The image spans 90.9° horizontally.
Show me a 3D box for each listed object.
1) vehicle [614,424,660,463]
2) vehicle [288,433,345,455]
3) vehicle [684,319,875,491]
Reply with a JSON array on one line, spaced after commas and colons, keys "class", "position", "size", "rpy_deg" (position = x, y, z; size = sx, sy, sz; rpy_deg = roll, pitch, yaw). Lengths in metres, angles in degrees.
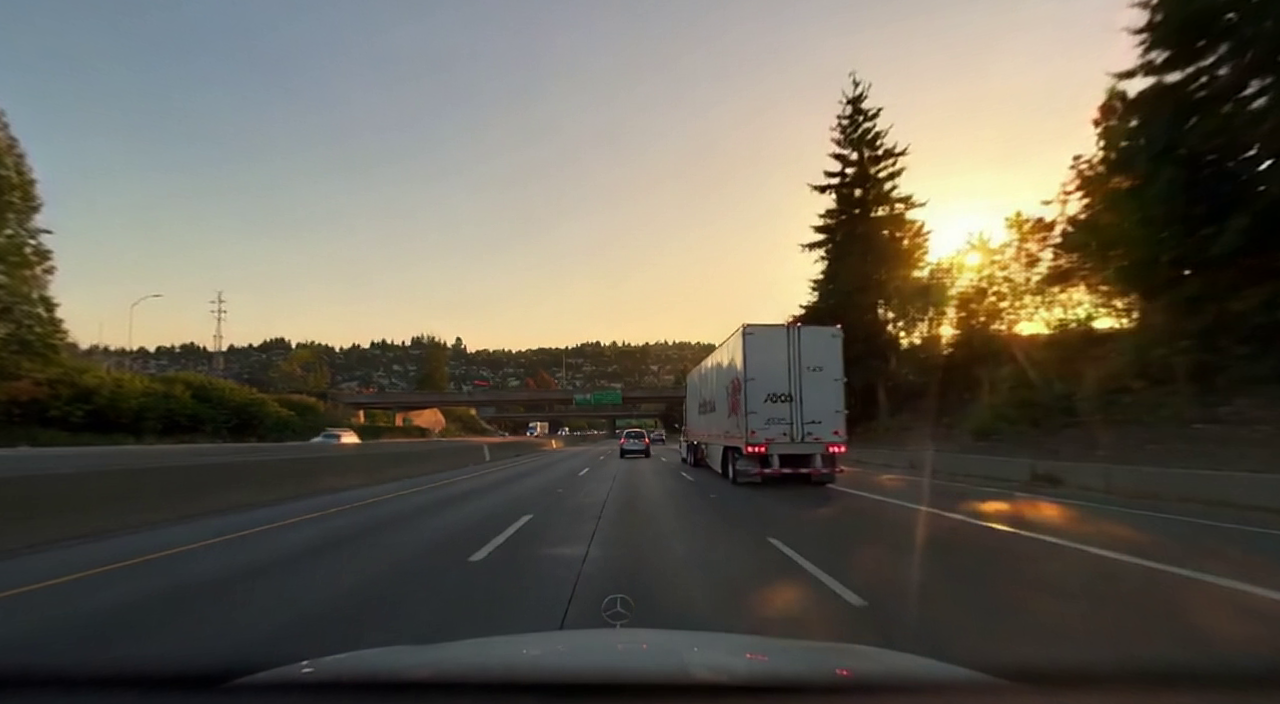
[{"class": "vehicle", "position": [-0.222, 4.813, 33.379], "size": [2.277, 1.913, 4.510], "rpy_deg": [0, -8, -1]}, {"class": "vehicle", "position": [-23.292, 6.599, 45.505], "size": [1.866, 1.516, 4.226], "rpy_deg": [0, -8, 0]}, {"class": "vehicle", "position": [3.756, 2.145, 21.864], "size": [2.987, 4.021, 14.105], "rpy_deg": [0, -8, -2]}]
